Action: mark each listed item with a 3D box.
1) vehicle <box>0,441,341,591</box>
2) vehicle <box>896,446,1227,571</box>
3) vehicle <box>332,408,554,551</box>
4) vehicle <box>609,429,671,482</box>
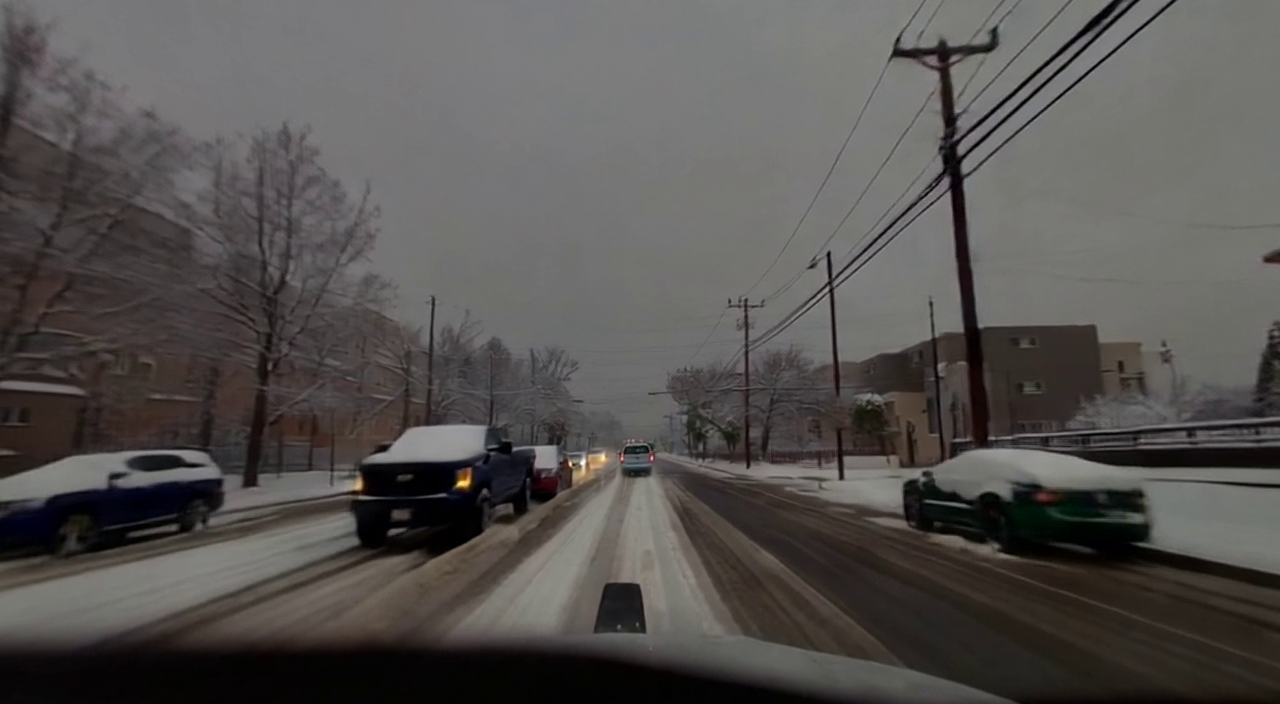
[{"bbox_3d":[-6.239,2.000,8.712,1.917,1.467,4.653,0,-9,0],"label":"vehicle"},{"bbox_3d":[6.119,2.278,10.141,1.943,1.490,4.783,1,-9,-1],"label":"vehicle"},{"bbox_3d":[-2.941,2.051,10.869,2.178,1.861,4.920,0,-9,0],"label":"vehicle"},{"bbox_3d":[0.050,4.233,25.747,2.308,1.940,4.125,-1,-10,1],"label":"vehicle"}]
